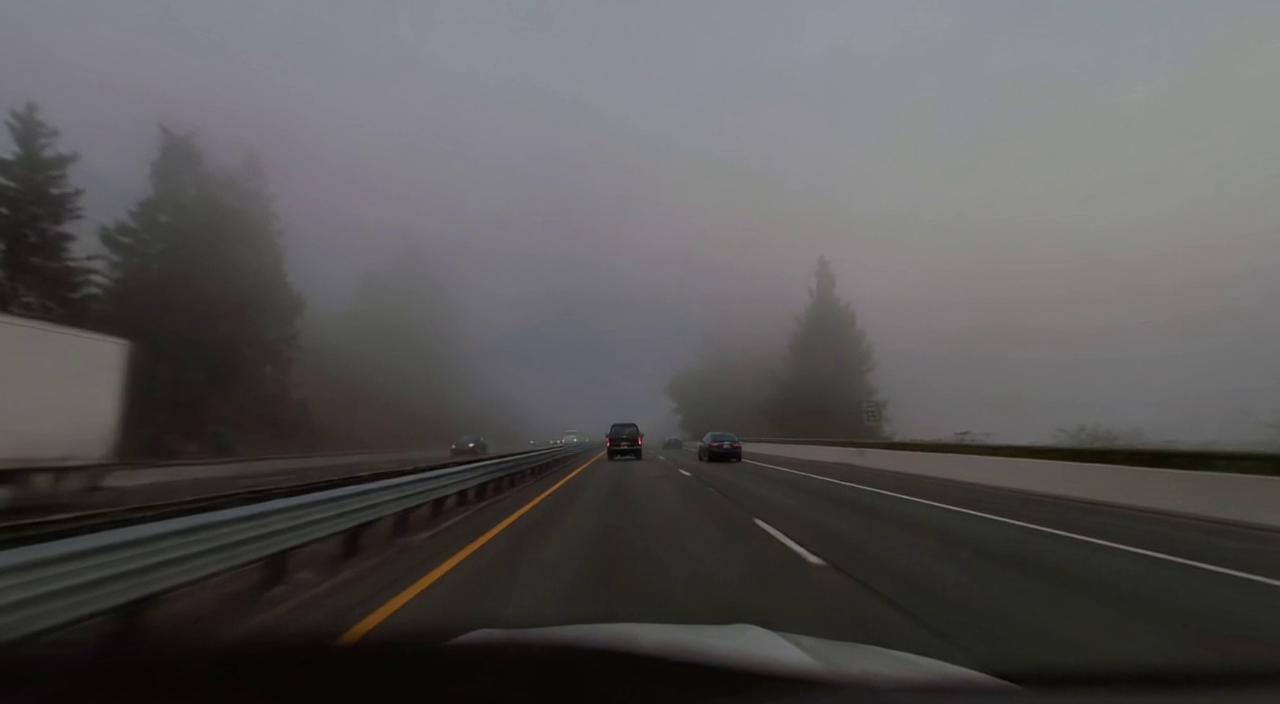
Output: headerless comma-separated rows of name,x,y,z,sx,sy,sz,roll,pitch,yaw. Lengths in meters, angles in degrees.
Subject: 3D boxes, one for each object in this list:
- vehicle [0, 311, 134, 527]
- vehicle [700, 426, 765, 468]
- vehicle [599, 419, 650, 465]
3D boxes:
vehicle,-13.549,0.720,7.898,3.084,4.047,14.012,0,-8,-1
vehicle,3.772,3.961,26.428,1.981,1.606,3.956,0,-8,-2
vehicle,-0.760,4.312,30.275,2.270,2.044,4.633,0,-8,-2
